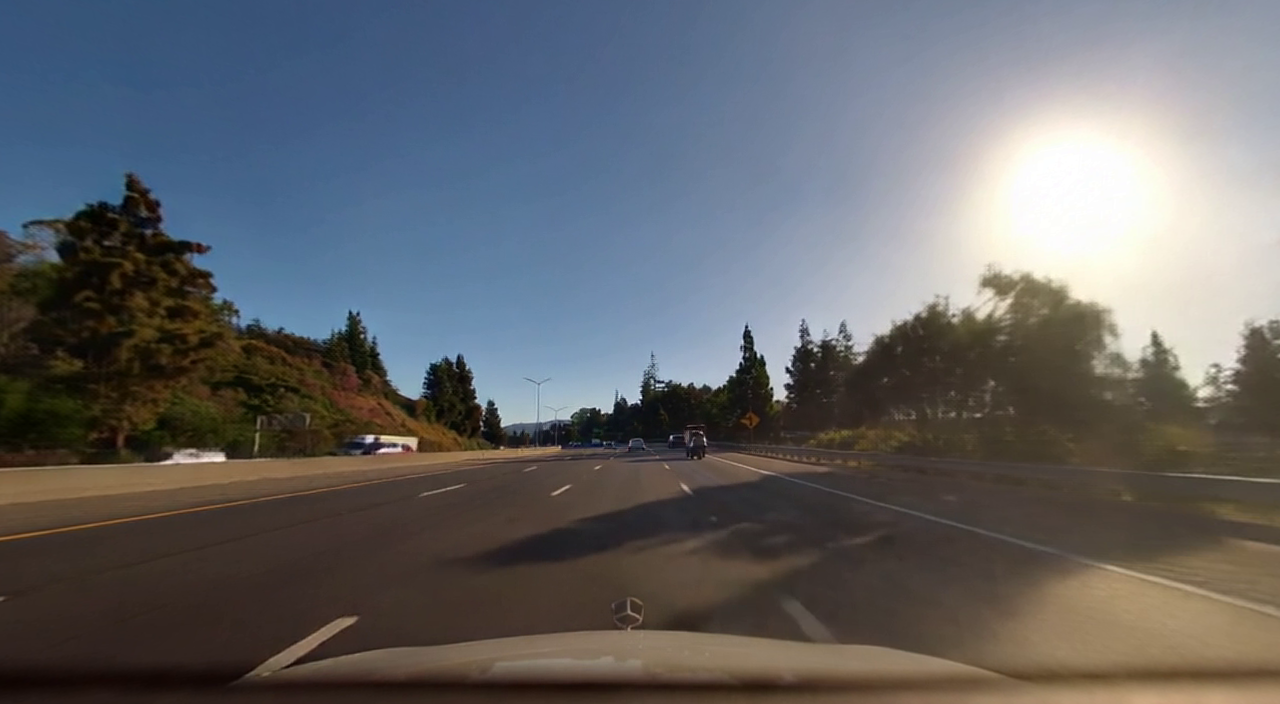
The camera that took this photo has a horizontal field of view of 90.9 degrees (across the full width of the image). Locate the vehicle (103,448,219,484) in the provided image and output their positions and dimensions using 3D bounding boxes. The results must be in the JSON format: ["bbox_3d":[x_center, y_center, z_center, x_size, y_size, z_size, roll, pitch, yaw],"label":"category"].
[{"bbox_3d":[-20.630,4.886,27.389,1.810,1.416,3.982,0,-8,2],"label":"vehicle"}]
